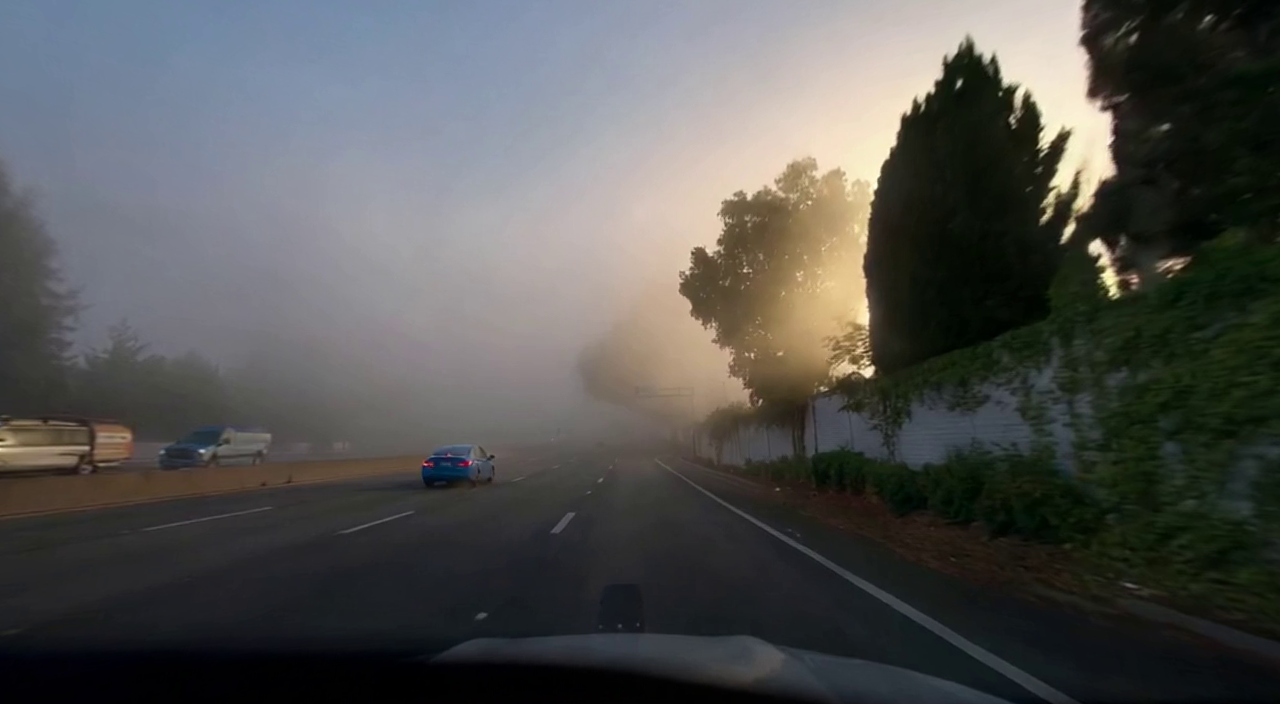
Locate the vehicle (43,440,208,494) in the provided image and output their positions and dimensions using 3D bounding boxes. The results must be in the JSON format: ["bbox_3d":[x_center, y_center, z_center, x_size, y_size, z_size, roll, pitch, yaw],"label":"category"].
[{"bbox_3d":[-19.145,4.269,23.946,1.896,1.785,5.244,0,-9,-1],"label":"vehicle"}]

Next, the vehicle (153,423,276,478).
[{"bbox_3d":[-26.417,6.150,39.747,2.778,3.125,7.002,0,-8,0],"label":"vehicle"}]

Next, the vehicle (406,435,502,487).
[{"bbox_3d":[-6.726,3.993,23.469,2.115,1.711,4.722,0,-9,0],"label":"vehicle"}]

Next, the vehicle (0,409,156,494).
[{"bbox_3d":[-26.194,4.353,27.755,2.959,3.242,8.689,0,-9,-1],"label":"vehicle"}]
